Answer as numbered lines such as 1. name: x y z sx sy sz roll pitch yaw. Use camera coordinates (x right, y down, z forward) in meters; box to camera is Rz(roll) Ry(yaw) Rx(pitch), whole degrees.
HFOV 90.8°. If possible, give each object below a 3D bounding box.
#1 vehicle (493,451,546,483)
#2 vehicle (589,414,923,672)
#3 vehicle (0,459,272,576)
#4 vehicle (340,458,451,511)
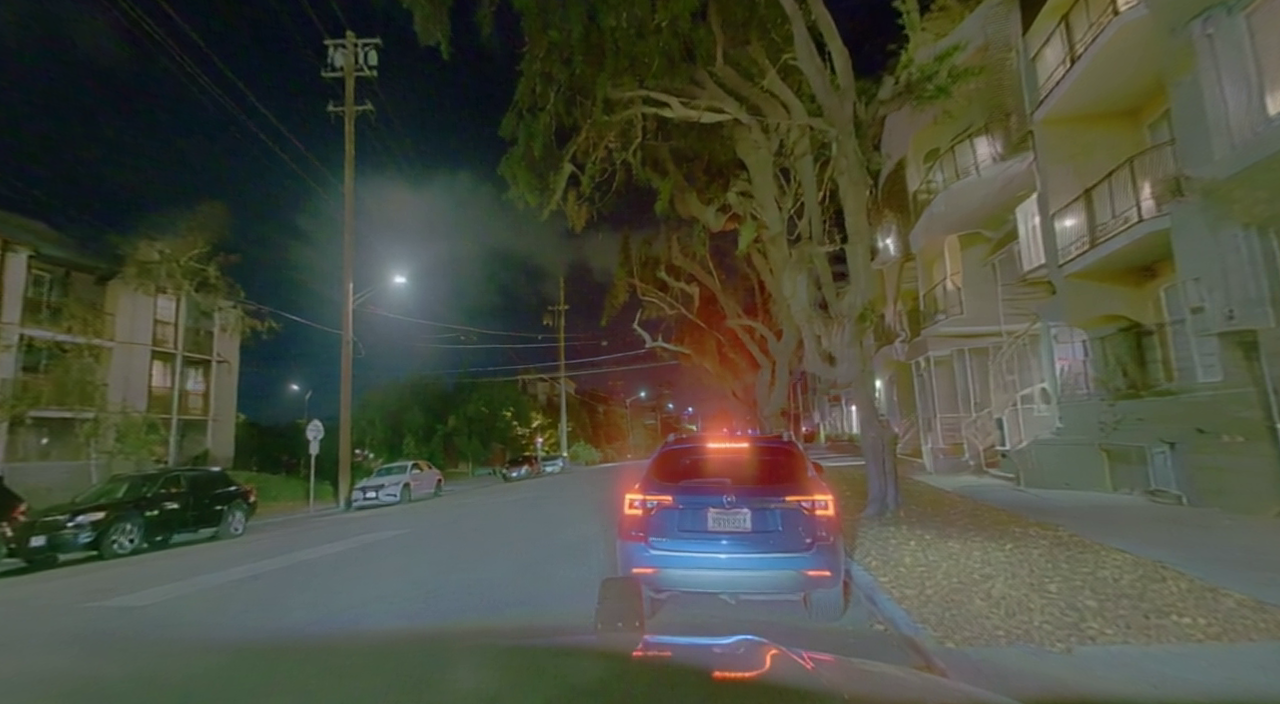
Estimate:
1. vehicle: -7.519 7.212 39.893 2.011 1.801 4.676 -1 -8 6
2. vehicle: 0.965 1.514 6.314 2.030 1.535 4.683 -1 -8 7
3. vehicle: -10.131 3.234 13.119 2.068 1.745 4.579 -8 -10 3
4. vehicle: -9.393 5.084 24.723 2.017 1.582 4.664 -8 -10 6
